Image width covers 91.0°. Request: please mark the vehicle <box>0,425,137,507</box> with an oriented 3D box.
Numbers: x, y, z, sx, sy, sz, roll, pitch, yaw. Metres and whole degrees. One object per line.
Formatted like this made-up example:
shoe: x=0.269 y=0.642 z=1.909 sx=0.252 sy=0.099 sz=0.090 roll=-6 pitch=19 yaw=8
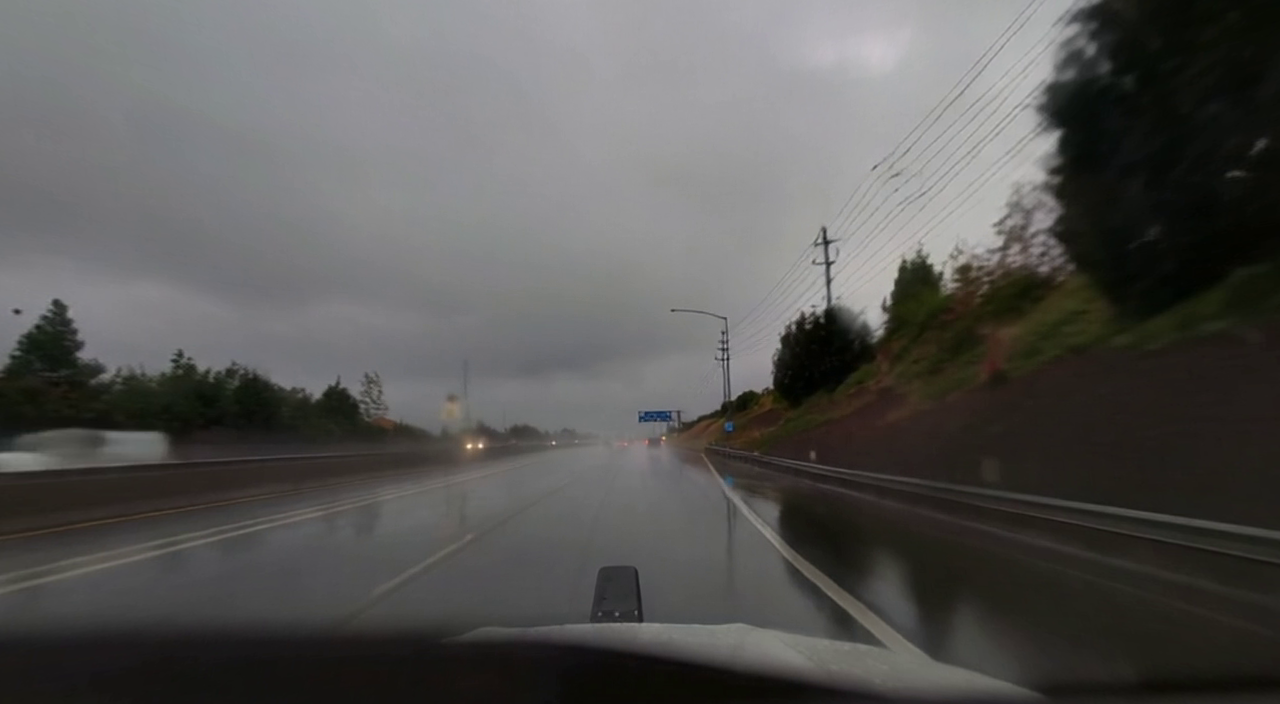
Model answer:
vehicle: x=-14.875 y=2.679 z=15.114 sx=1.828 sy=1.770 sz=4.609 roll=0 pitch=-8 yaw=-1
